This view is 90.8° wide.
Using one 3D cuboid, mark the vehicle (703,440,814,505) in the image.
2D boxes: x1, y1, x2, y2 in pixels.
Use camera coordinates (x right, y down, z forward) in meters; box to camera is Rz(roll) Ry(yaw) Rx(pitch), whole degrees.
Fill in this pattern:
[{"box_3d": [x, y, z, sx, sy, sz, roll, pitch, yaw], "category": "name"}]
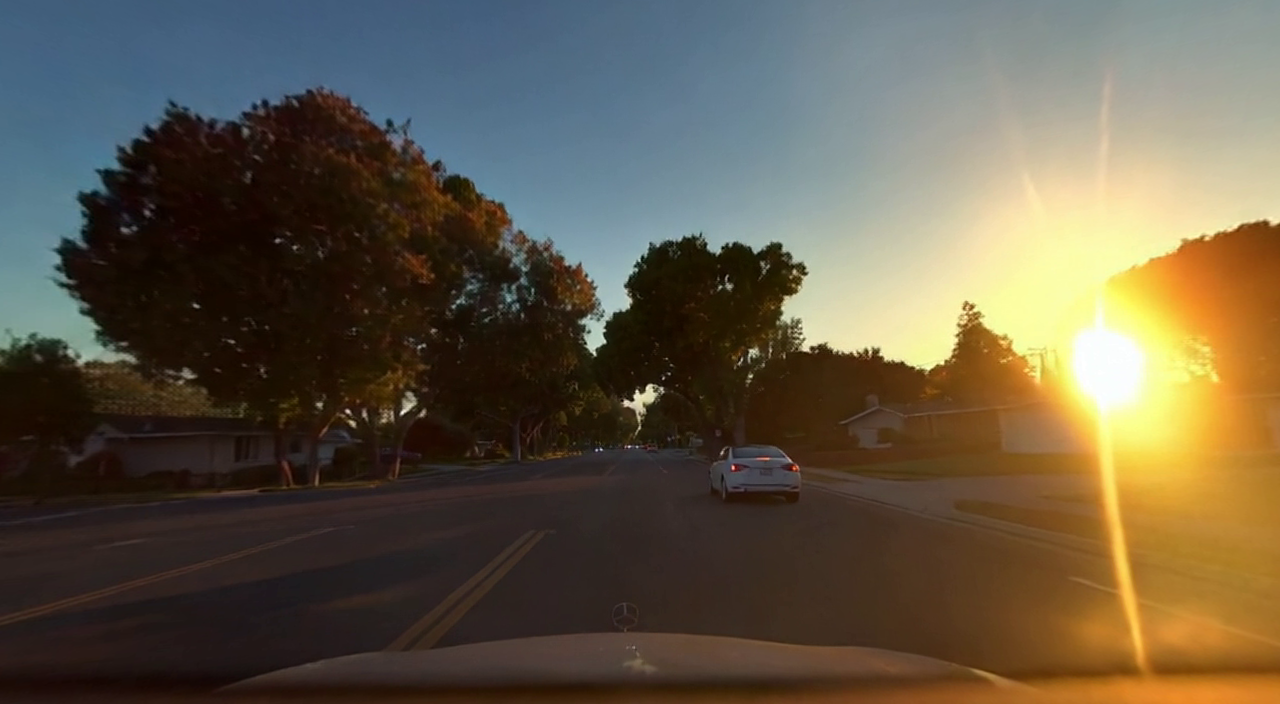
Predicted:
[{"box_3d": [2.998, 3.148, 17.013, 2.057, 1.493, 4.225, 0, -9, -2], "category": "vehicle"}]
